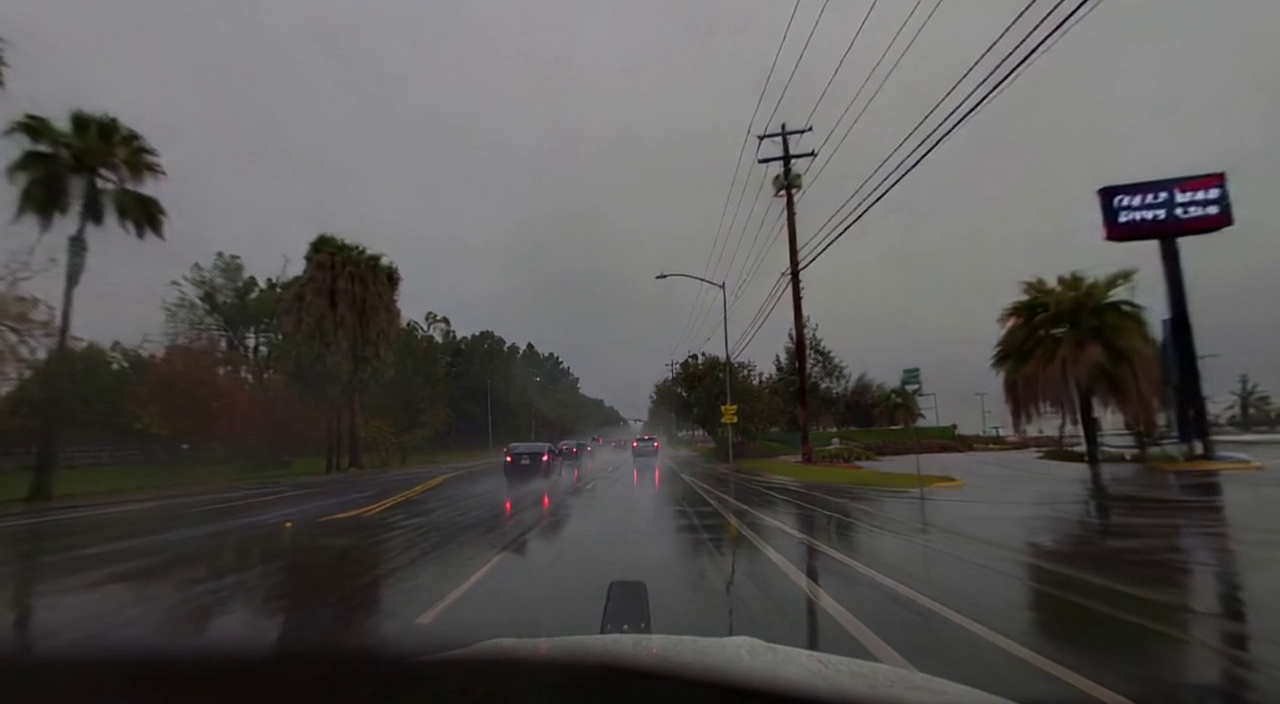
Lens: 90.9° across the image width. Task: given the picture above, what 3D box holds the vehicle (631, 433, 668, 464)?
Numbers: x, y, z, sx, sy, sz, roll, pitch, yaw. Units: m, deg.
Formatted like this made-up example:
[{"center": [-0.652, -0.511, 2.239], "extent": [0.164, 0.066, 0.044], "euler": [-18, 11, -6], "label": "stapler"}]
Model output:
[{"center": [0.579, 5.875, 38.491], "extent": [2.155, 1.781, 3.977], "euler": [0, -9, 0], "label": "vehicle"}]

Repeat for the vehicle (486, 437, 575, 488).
[{"center": [-3.375, 3.502, 20.283], "extent": [1.982, 1.451, 4.152], "euler": [0, -9, 2], "label": "vehicle"}]
